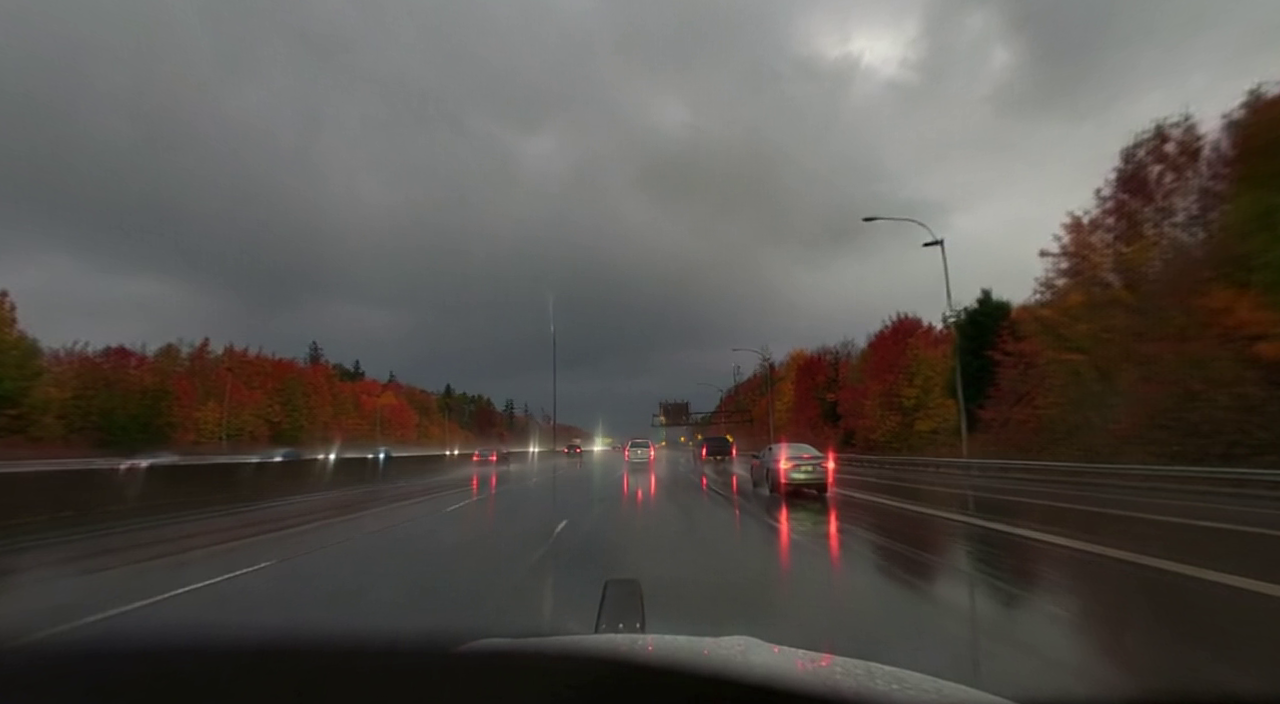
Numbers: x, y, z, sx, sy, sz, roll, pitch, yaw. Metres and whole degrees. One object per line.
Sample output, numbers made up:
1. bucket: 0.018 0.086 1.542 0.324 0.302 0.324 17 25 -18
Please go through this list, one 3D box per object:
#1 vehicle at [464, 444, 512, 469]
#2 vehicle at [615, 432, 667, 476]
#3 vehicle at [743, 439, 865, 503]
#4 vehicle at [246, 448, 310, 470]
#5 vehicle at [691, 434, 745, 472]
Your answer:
1. vehicle: -9.794 6.757 40.890 1.989 1.529 4.433 0 -9 1
2. vehicle: 0.040 5.057 31.395 2.372 1.957 5.121 0 -9 0
3. vehicle: 4.285 3.185 17.367 2.057 1.508 4.767 0 -9 0
4. vehicle: -27.572 8.130 48.123 1.931 1.602 4.826 0 -9 1
5. vehicle: 4.321 5.733 35.950 2.388 1.998 5.749 0 -9 0
